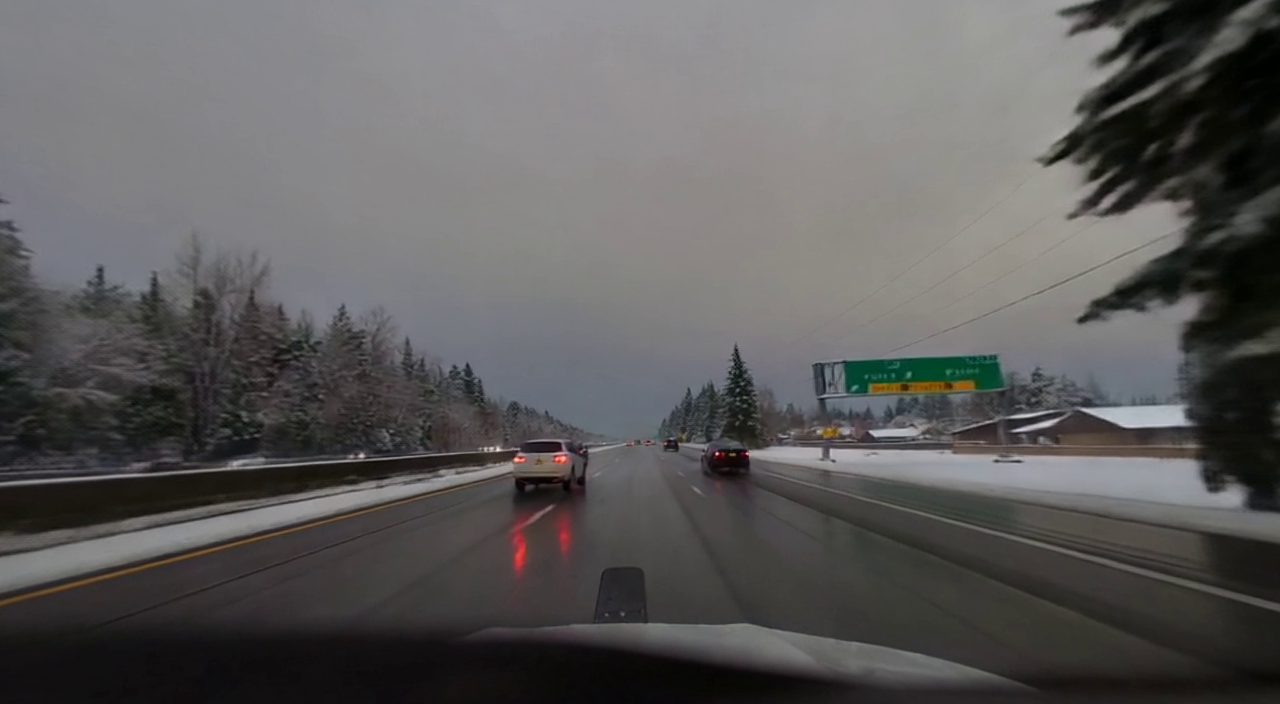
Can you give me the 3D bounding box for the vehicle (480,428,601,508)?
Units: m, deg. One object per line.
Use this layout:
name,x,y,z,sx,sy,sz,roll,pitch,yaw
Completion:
vehicle,-2.169,2.681,15.079,2.049,1.620,4.153,0,-8,2

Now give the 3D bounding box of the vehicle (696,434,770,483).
vehicle,3.244,3.797,22.734,1.996,1.579,3.841,0,-8,-1

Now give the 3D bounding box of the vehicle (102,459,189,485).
vehicle,-31.832,7.713,40.799,1.796,1.486,4.715,0,-8,1
